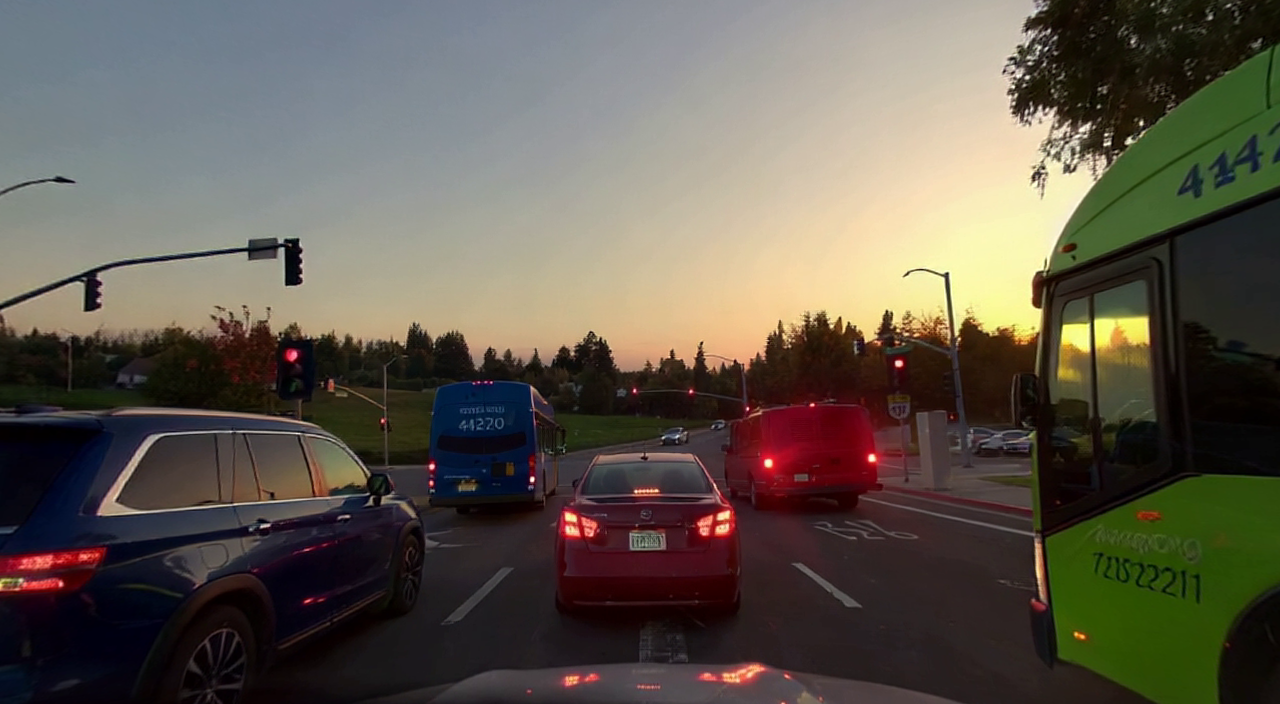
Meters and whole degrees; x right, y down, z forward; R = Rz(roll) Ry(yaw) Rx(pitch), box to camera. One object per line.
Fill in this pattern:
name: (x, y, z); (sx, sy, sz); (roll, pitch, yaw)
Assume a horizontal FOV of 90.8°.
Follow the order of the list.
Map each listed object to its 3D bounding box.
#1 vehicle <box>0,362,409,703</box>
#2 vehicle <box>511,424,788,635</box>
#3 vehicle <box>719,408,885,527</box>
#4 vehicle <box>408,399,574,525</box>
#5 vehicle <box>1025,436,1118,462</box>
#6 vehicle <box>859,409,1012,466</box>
vehicle: (-3.408, 1.180, 4.627); (1.921, 1.701, 3.989); (0, -8, -1)
vehicle: (0.057, 1.545, 6.412); (1.976, 1.485, 3.624); (0, -8, 0)
vehicle: (3.142, 2.401, 13.675); (2.143, 2.036, 5.367); (0, -8, 0)
vehicle: (-2.942, 2.352, 13.961); (2.335, 2.221, 5.165); (0, -8, 1)
vehicle: (25.900, 5.825, 37.991); (4.229, 1.489, 1.794); (0, -8, -1)
vehicle: (17.586, 5.141, 37.922); (7.839, 3.213, 2.628); (0, -8, -3)
